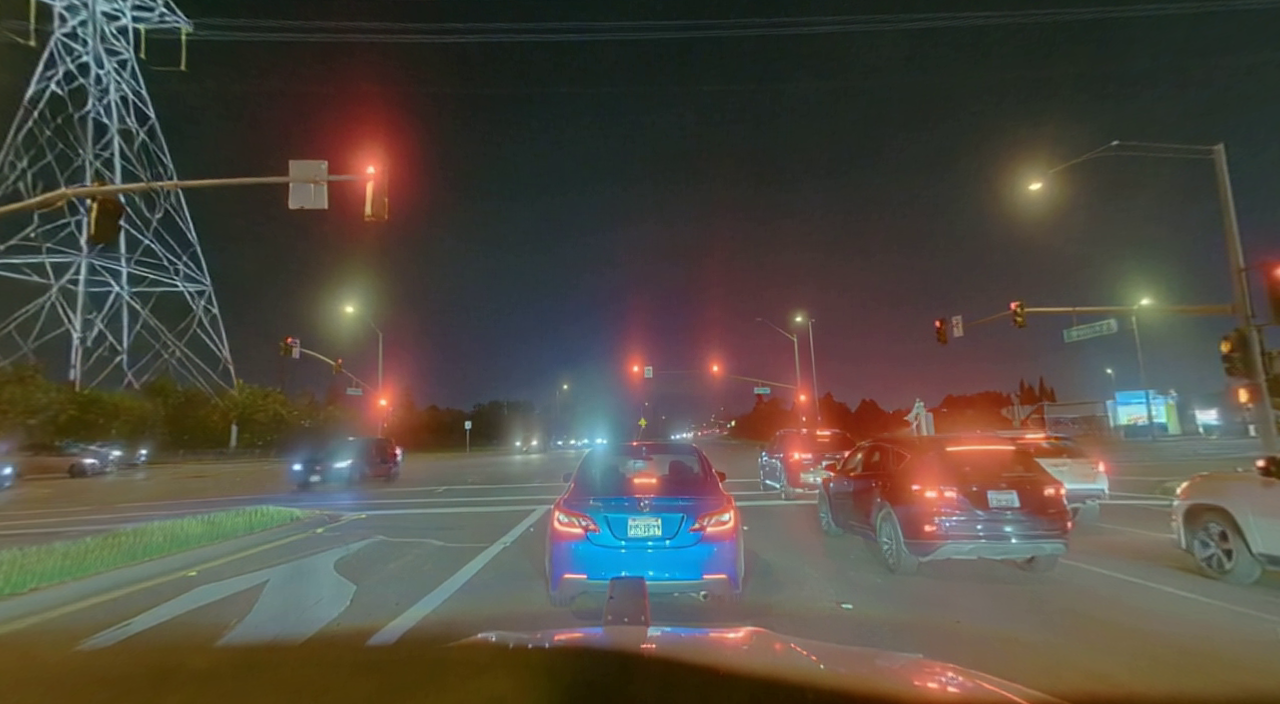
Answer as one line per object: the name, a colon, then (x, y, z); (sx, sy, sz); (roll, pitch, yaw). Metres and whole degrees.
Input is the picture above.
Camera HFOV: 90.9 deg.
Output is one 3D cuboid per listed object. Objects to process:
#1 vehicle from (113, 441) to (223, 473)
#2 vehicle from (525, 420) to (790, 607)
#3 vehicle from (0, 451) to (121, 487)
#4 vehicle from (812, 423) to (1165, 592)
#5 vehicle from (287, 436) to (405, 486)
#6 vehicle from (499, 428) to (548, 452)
vehicle: (-25.995, 5.772, 34.811); (4.417, 1.637, 1.956); (0, -8, -2)
vehicle: (0.125, 1.597, 7.130); (2.117, 1.474, 4.036); (0, -8, 0)
vehicle: (-25.897, 5.118, 27.770); (4.263, 1.464, 1.895); (0, -8, -1)
vehicle: (3.666, 1.684, 7.722); (1.835, 1.473, 4.190); (0, -8, -2)
vehicle: (-9.870, 3.680, 21.563); (1.910, 1.537, 4.123); (-1, -8, 2)
vehicle: (-8.795, 6.741, 48.112); (2.269, 1.716, 5.700); (-1, -8, 4)
